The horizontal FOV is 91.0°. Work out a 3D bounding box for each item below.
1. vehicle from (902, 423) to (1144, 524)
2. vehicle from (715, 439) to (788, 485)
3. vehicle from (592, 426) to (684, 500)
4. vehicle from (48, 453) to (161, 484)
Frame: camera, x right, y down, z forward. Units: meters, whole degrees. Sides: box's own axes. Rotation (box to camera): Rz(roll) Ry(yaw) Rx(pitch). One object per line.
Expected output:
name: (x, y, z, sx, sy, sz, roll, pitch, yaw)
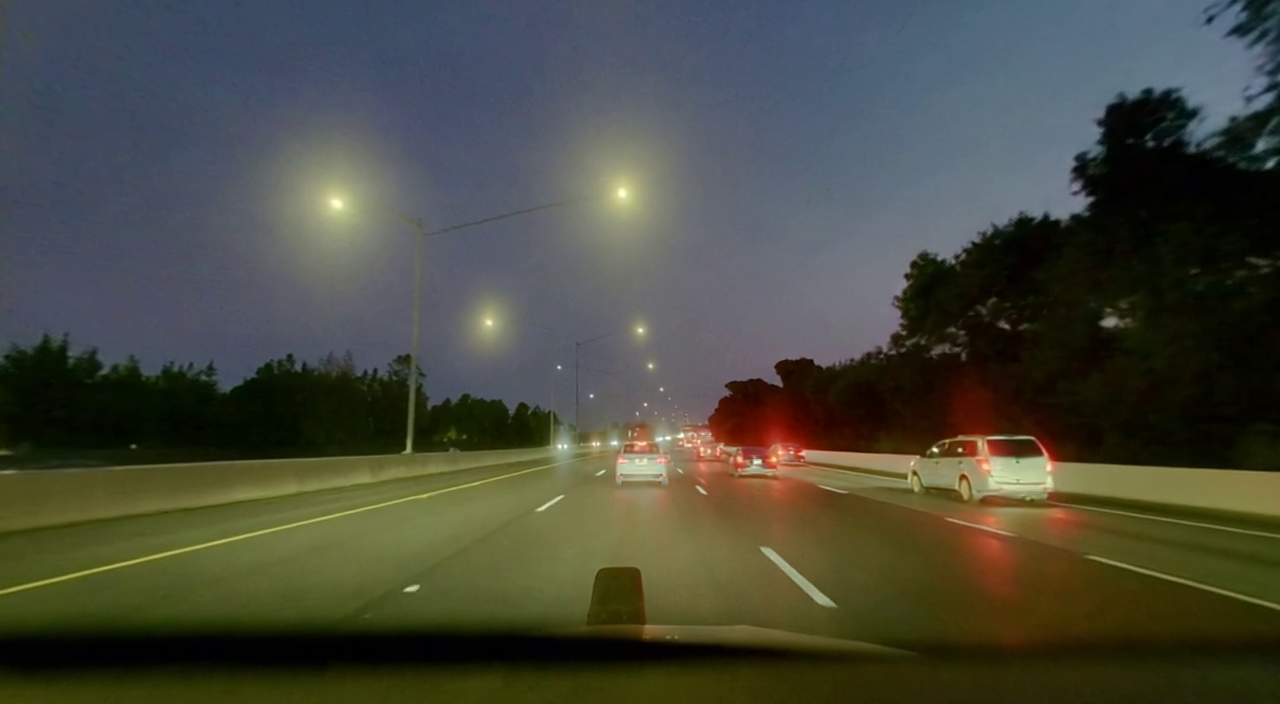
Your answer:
vehicle: (7.425, 2.400, 12.999, 2.028, 1.657, 4.823, 0, -9, 1)
vehicle: (4.074, 4.085, 23.673, 1.999, 1.514, 4.338, 0, -9, 1)
vehicle: (0.006, 2.944, 17.005, 2.181, 1.728, 3.970, 0, -9, 2)
vehicle: (-28.148, 6.106, 33.326, 1.861, 1.494, 4.449, 0, -9, 4)
